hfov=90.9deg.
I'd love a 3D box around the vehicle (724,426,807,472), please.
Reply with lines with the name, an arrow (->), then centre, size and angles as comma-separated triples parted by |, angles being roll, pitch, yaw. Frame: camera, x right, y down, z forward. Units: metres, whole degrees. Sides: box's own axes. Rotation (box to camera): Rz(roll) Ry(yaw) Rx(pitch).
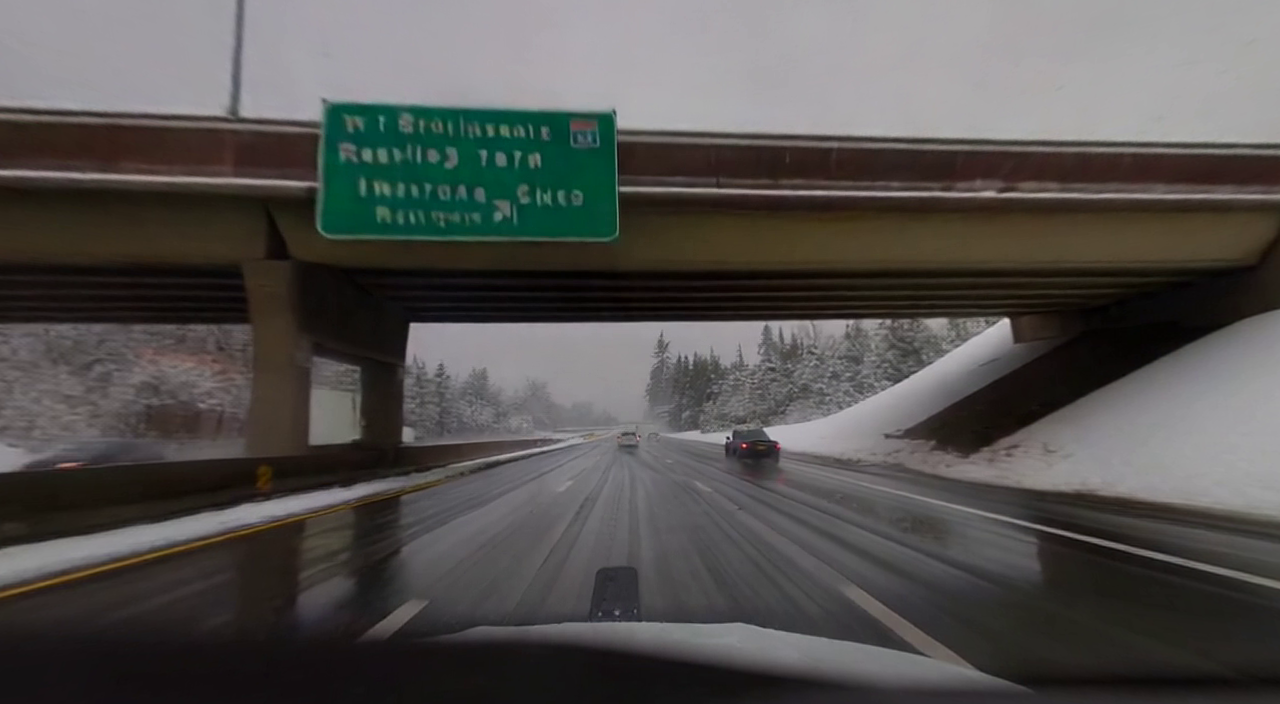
vehicle -> 4.437, 3.477, 22.986 | 2.056, 1.508, 4.093 | 0, -8, -2

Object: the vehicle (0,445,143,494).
vehicle -> -21.354, 4.369, 23.845 | 1.798, 1.613, 4.065 | 0, -8, -1

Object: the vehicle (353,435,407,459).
vehicle -> -17.573, 6.426, 42.847 | 1.864, 1.517, 4.304 | 0, -8, -1

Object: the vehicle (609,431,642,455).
vehicle -> -0.925, 5.730, 40.000 | 1.987, 1.440, 3.565 | 0, -8, -1
